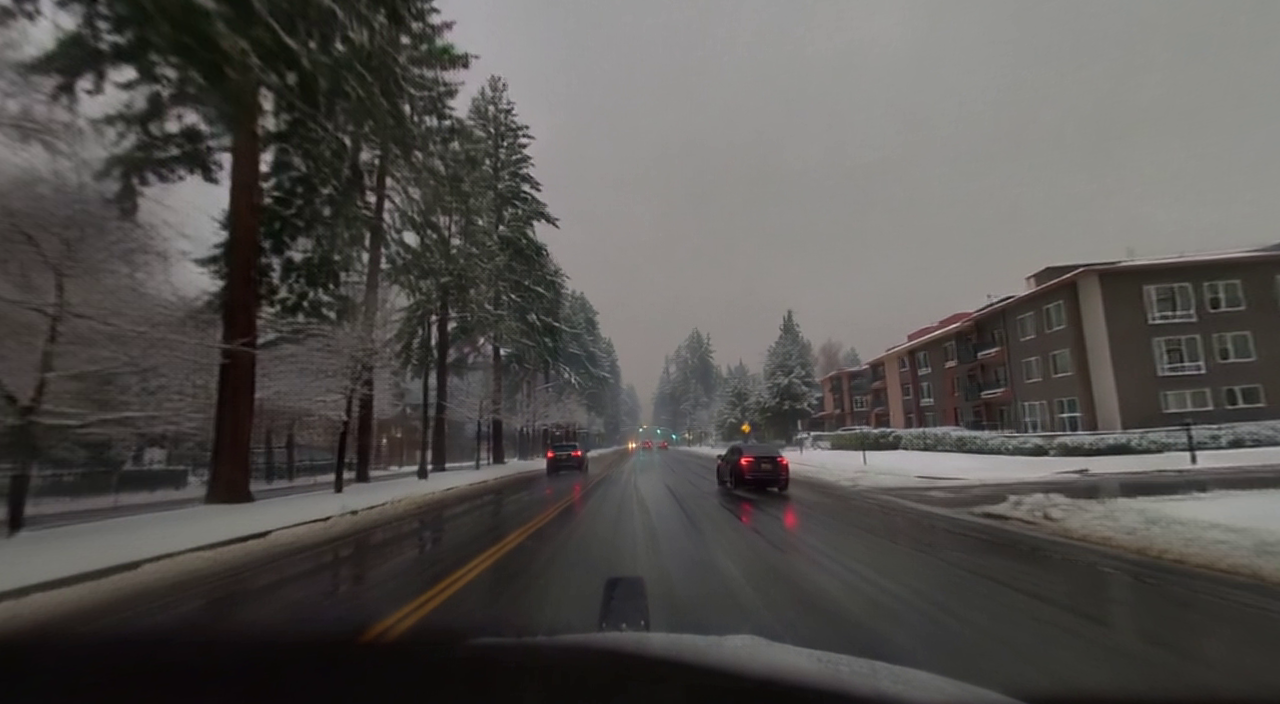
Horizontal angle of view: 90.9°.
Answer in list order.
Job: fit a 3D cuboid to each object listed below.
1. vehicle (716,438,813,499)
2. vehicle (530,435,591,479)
[{"bbox_3d":[3.449,3.309,18.325,1.945,1.530,4.320,0,-8,0],"label":"vehicle"},{"bbox_3d":[-3.563,4.812,29.093,2.216,1.828,4.886,0,-8,-1],"label":"vehicle"}]
